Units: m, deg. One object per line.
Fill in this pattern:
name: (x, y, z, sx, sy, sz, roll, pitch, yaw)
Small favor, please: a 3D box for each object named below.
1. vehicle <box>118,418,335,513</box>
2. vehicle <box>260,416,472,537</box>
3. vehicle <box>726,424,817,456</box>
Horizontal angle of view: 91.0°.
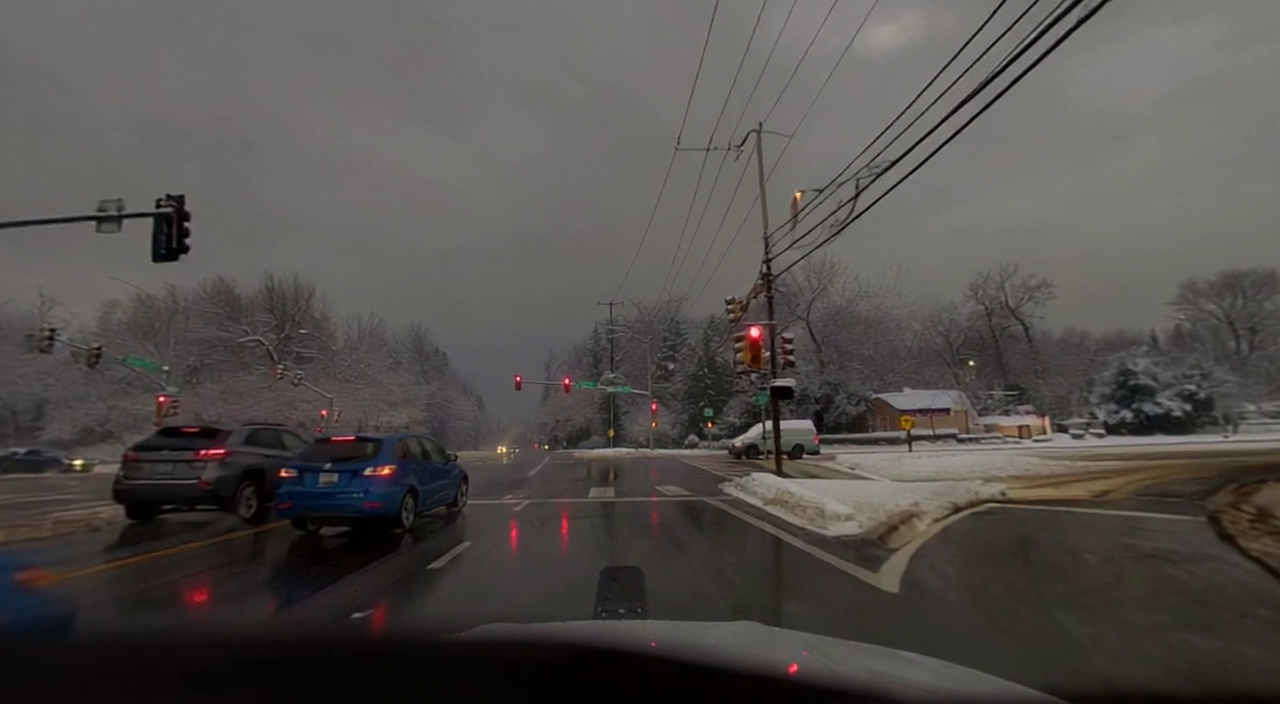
vehicle: (-7.856, 2.190, 12.501, 1.761, 1.574, 3.871, 1, -9, -2)
vehicle: (-4.148, 1.945, 10.348, 1.815, 1.569, 3.940, 1, -9, -2)
vehicle: (7.421, 5.008, 35.876, 4.884, 1.714, 2.021, -1, -9, 11)
